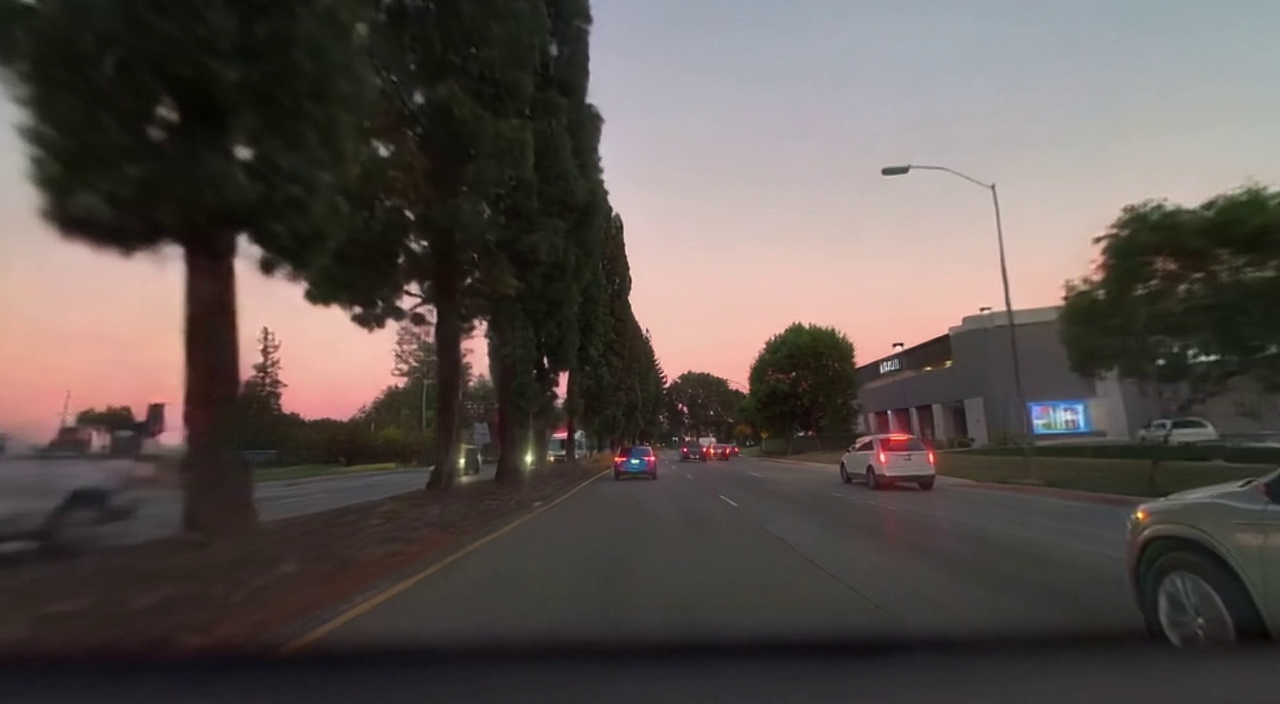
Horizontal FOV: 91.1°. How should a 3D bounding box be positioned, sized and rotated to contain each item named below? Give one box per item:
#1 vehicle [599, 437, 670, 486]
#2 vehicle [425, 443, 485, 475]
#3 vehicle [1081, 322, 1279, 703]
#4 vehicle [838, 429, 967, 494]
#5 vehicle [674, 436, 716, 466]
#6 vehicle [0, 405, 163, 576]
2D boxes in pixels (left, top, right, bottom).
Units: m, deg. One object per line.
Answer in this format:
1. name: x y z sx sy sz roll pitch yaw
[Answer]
1. vehicle: -0.163 3.876 22.460 2.315 1.563 4.080 0 -9 1
2. vehicle: -11.467 6.654 39.289 2.172 1.865 4.728 0 -9 2
3. vehicle: 3.531 0.584 1.200 2.090 1.763 4.560 0 -9 1
4. vehicle: 7.913 3.332 19.471 2.090 1.768 4.407 0 -9 0
5. vehicle: 4.148 7.628 48.500 2.716 2.131 5.766 0 -8 0
6. vehicle: -8.423 1.497 6.620 2.262 1.920 5.604 0 -9 1
